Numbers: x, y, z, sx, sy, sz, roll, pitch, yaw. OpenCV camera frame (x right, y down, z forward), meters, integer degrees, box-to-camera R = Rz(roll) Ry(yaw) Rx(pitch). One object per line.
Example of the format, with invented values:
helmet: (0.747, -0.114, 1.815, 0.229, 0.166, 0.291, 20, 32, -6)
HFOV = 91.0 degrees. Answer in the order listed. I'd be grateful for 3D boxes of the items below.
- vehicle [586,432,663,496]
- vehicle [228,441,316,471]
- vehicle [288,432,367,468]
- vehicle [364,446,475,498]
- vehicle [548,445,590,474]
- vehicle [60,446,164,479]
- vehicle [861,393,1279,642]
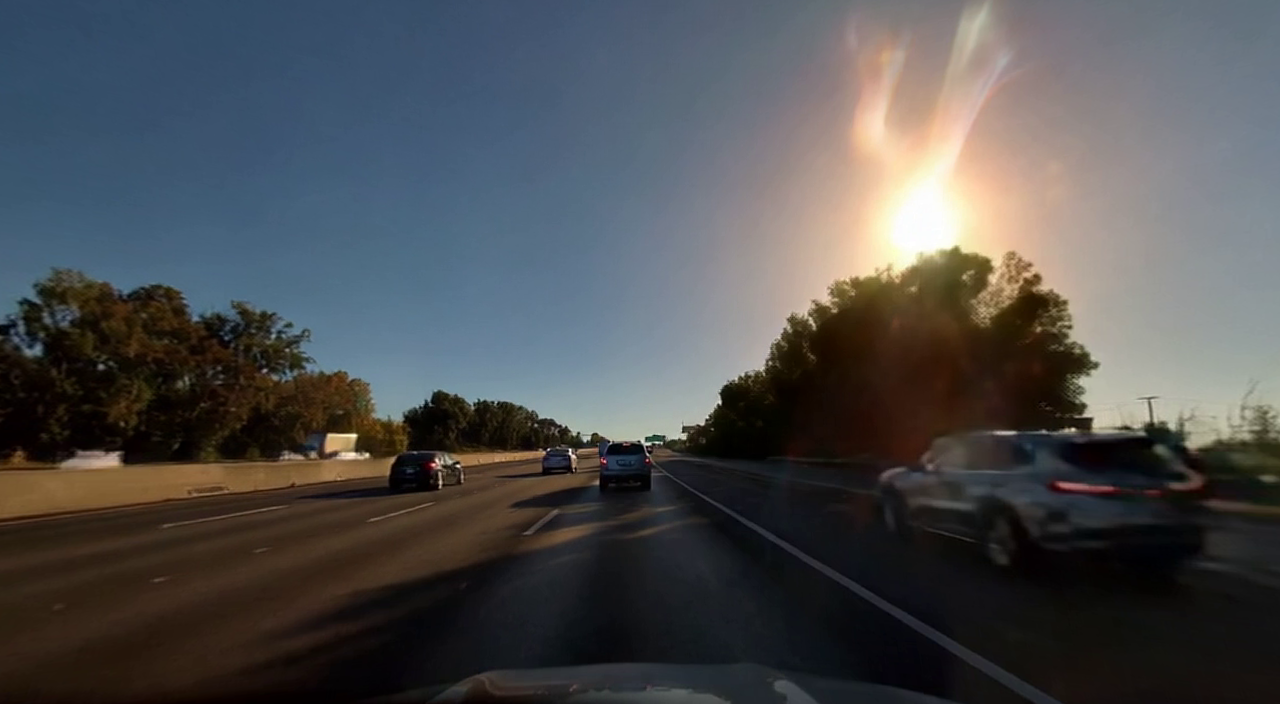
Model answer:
vehicle: (-0.437, 3.472, 19.895, 2.127, 1.749, 4.776, 0, -9, 0)
vehicle: (-22.970, 6.508, 39.595, 2.220, 1.730, 5.503, 0, -9, 0)
vehicle: (-22.832, 7.222, 46.379, 2.547, 2.468, 6.237, 0, -9, 0)
vehicle: (-7.036, 3.851, 20.711, 1.892, 1.468, 4.792, 0, -9, 0)
vehicle: (-3.896, 5.976, 35.316, 1.889, 1.522, 4.465, 0, -9, -1)
vehicle: (-26.650, 5.574, 31.988, 1.795, 1.541, 4.027, 0, -9, -1)
vehicle: (4.147, 1.476, 6.649, 1.925, 1.716, 4.378, 0, -9, -1)
